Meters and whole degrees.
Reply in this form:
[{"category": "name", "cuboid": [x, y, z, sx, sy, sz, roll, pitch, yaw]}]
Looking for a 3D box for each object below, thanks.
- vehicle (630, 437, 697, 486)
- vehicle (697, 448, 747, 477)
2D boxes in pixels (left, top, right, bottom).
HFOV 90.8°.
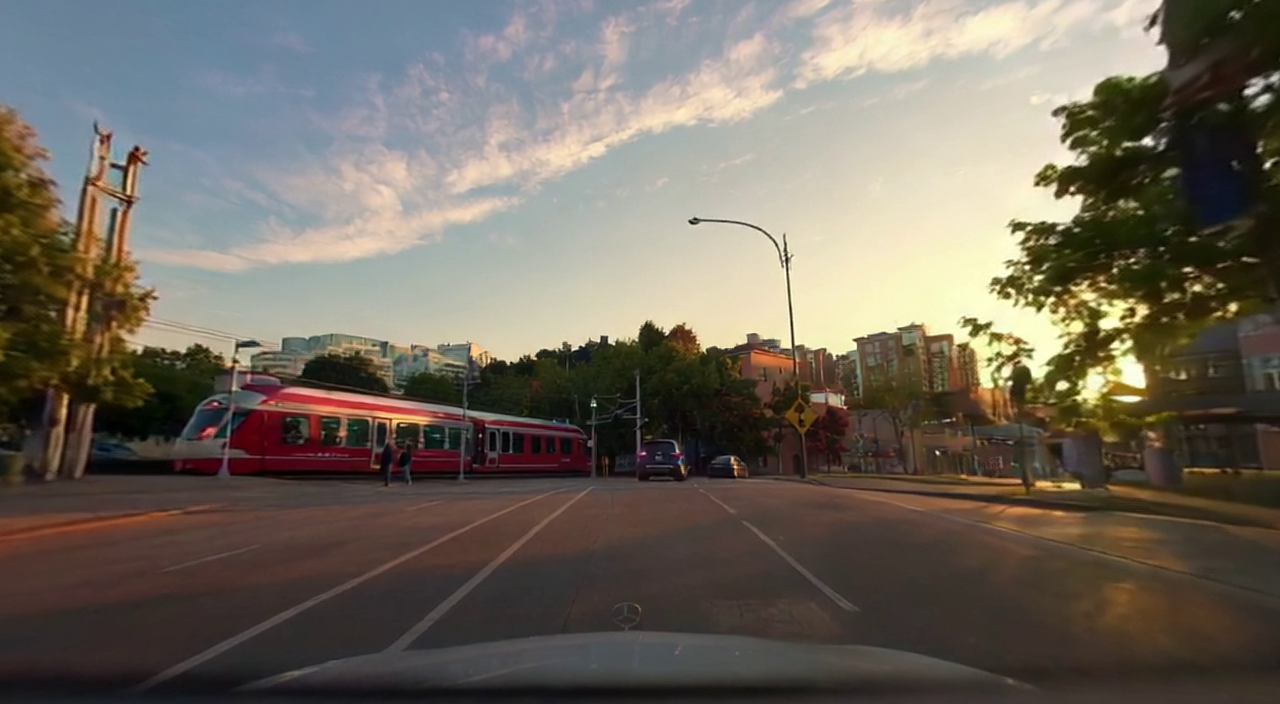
[{"category": "vehicle", "cuboid": [1.043, 4.342, 25.458, 2.263, 1.765, 4.237, -1, -8, 8]}, {"category": "vehicle", "cuboid": [5.350, 7.089, 40.714, 2.010, 1.725, 4.320, -4, -9, 24]}]
